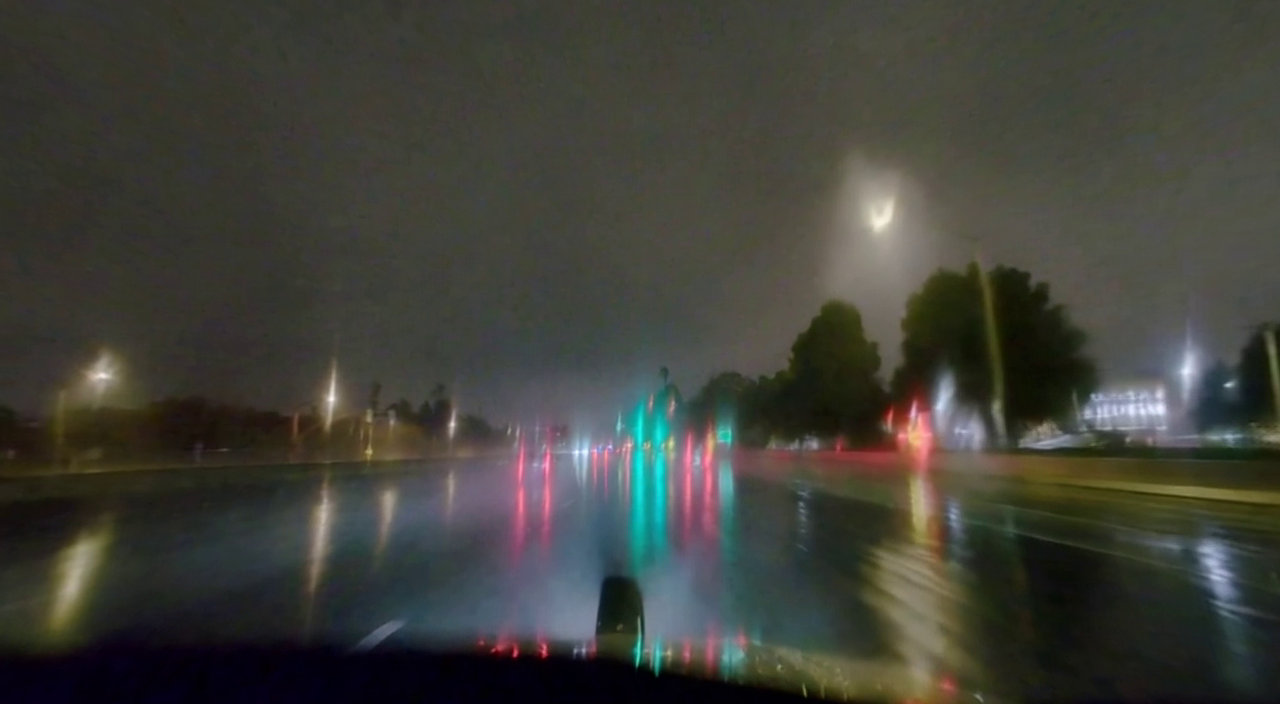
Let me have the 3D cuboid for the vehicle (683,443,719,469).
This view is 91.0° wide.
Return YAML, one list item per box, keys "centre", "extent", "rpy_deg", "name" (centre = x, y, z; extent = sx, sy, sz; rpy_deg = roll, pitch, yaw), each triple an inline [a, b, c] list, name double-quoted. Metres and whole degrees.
- centre: [4.177, 7.206, 43.663]
  extent: [2.047, 1.662, 4.243]
  rpy_deg: [0, -9, -1]
  name: "vehicle"
